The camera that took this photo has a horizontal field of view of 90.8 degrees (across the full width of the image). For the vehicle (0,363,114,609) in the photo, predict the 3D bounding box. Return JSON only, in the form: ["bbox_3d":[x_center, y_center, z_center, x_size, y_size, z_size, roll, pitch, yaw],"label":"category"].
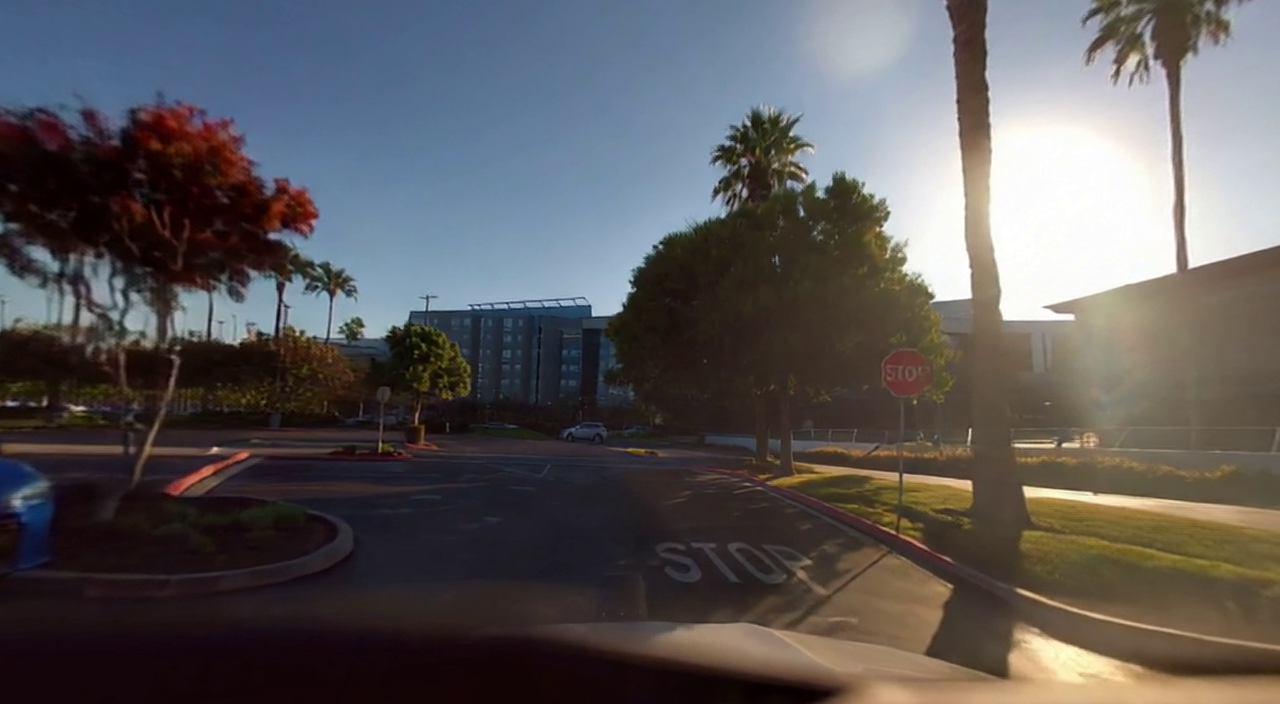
[{"bbox_3d":[-6.661,0.922,4.385,4.615,1.642,1.978,-2,-8,10],"label":"vehicle"}]

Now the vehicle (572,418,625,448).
[{"bbox_3d":[-2.580,4.953,38.237,2.071,1.700,4.367,3,-9,-19],"label":"vehicle"}]
